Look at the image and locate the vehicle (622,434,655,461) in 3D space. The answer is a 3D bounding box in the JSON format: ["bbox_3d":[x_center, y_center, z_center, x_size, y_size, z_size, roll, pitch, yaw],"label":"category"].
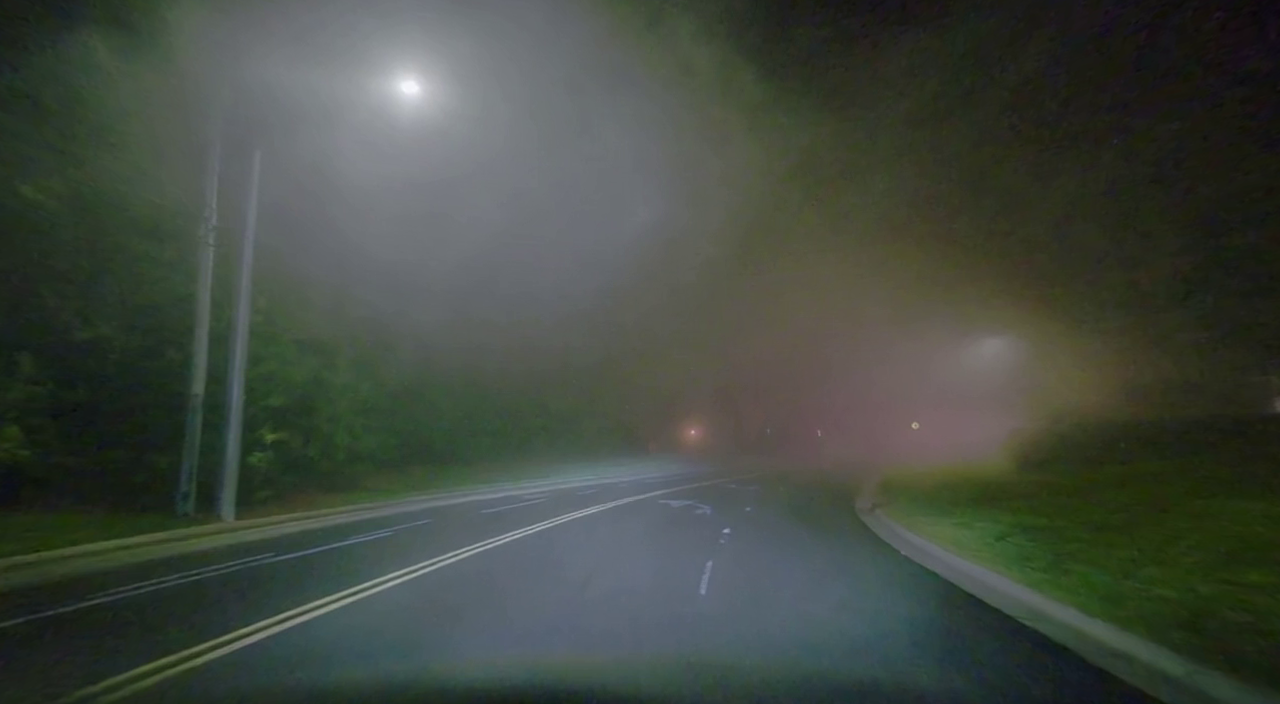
[{"bbox_3d":[-0.182,6.927,45.606,2.244,1.796,5.170,0,-9,-2],"label":"vehicle"}]

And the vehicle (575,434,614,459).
[{"bbox_3d":[-3.445,7.030,46.916,2.192,1.740,4.521,2,-9,-13],"label":"vehicle"}]
